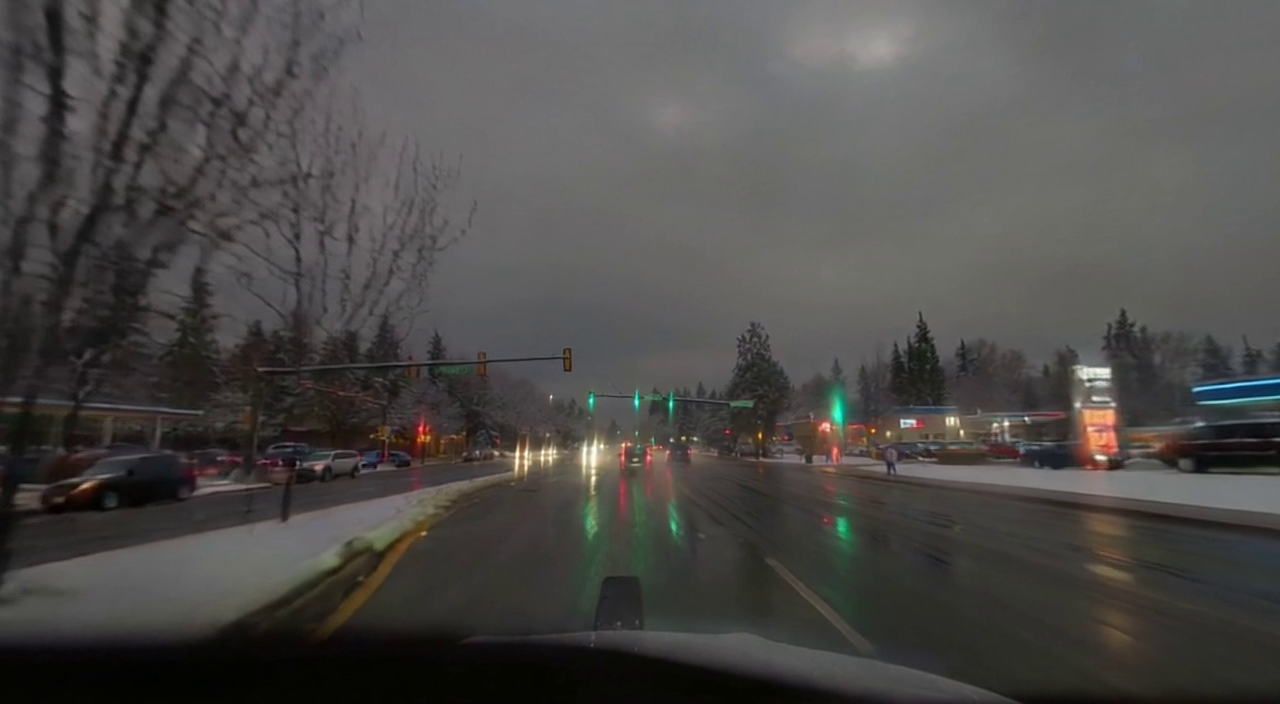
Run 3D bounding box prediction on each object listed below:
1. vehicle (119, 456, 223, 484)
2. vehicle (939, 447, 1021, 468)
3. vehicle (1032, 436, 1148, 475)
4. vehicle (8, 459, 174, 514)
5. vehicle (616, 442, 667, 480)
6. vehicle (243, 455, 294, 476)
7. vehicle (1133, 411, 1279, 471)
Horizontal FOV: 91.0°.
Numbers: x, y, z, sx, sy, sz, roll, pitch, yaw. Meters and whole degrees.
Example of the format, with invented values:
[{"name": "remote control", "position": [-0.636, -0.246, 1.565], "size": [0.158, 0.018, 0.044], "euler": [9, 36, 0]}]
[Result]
[{"name": "vehicle", "position": [-28.133, 7.035, 37.900], "size": [1.938, 1.462, 4.510], "euler": [-5, -10, 29]}, {"name": "vehicle", "position": [24.751, 7.686, 45.890], "size": [4.788, 1.481, 1.959], "euler": [0, -9, 1]}, {"name": "vehicle", "position": [20.394, 4.724, 28.844], "size": [1.950, 1.519, 4.860], "euler": [-4, -9, 5]}, {"name": "vehicle", "position": [-19.039, 4.647, 22.160], "size": [1.920, 1.638, 4.299], "euler": [0, -9, 0]}, {"name": "vehicle", "position": [0.050, 4.852, 28.306], "size": [2.145, 1.572, 4.021], "euler": [0, -9, 0]}, {"name": "vehicle", "position": [-28.818, 8.724, 48.734], "size": [4.436, 1.464, 1.999], "euler": [-8, -11, 41]}, {"name": "vehicle", "position": [20.626, 3.108, 21.780], "size": [2.254, 1.804, 5.953], "euler": [0, -9, -1]}]
